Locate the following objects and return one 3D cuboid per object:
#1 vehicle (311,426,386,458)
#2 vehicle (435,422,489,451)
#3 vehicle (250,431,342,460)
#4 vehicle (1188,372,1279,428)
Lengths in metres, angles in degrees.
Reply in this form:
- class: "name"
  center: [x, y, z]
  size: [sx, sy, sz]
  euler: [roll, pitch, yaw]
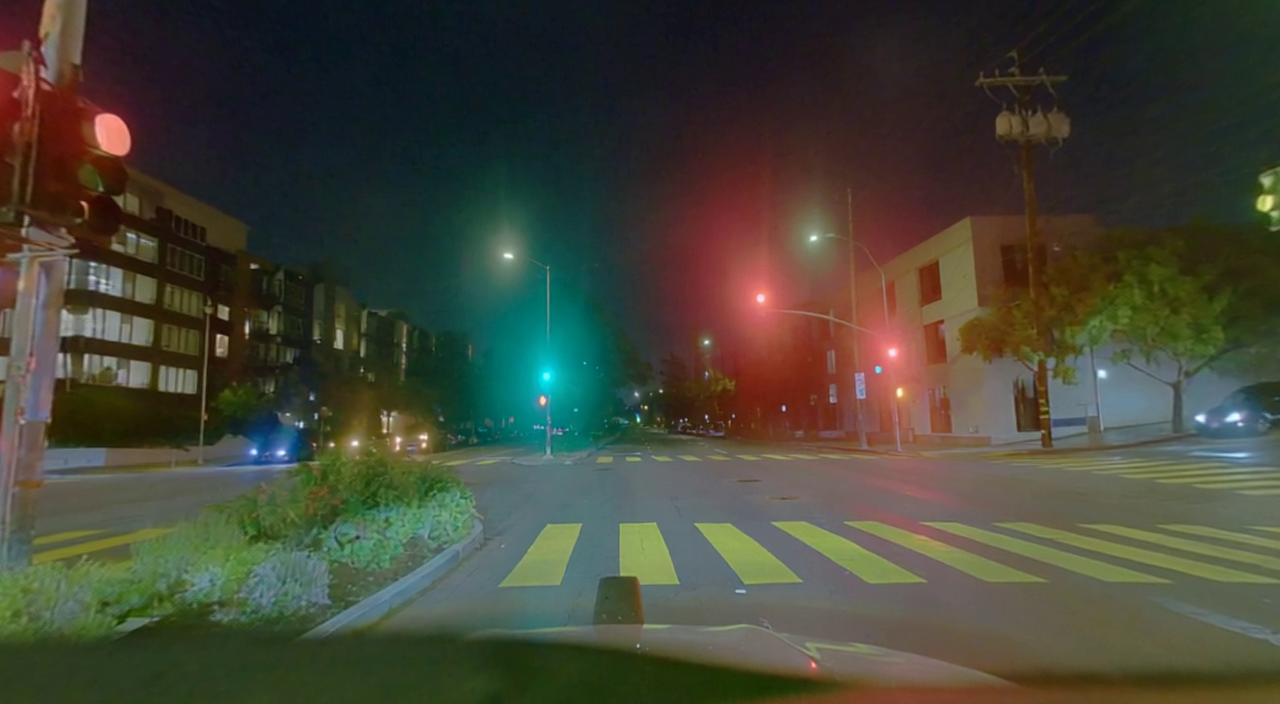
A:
- class: "vehicle"
  center: [-18.245, 5.667, 39.863]
  size: [2.225, 1.871, 5.189]
  euler: [0, -8, 0]
- class: "vehicle"
  center: [-11.695, 5.627, 41.870]
  size: [2.118, 1.809, 4.591]
  euler: [0, -8, 2]
- class: "vehicle"
  center: [-18.045, 4.964, 33.532]
  size: [1.939, 1.430, 5.533]
  euler: [0, -8, -2]
- class: "vehicle"
  center: [22.378, 1.621, 22.236]
  size: [4.531, 1.753, 1.964]
  euler: [-2, -2, -5]
